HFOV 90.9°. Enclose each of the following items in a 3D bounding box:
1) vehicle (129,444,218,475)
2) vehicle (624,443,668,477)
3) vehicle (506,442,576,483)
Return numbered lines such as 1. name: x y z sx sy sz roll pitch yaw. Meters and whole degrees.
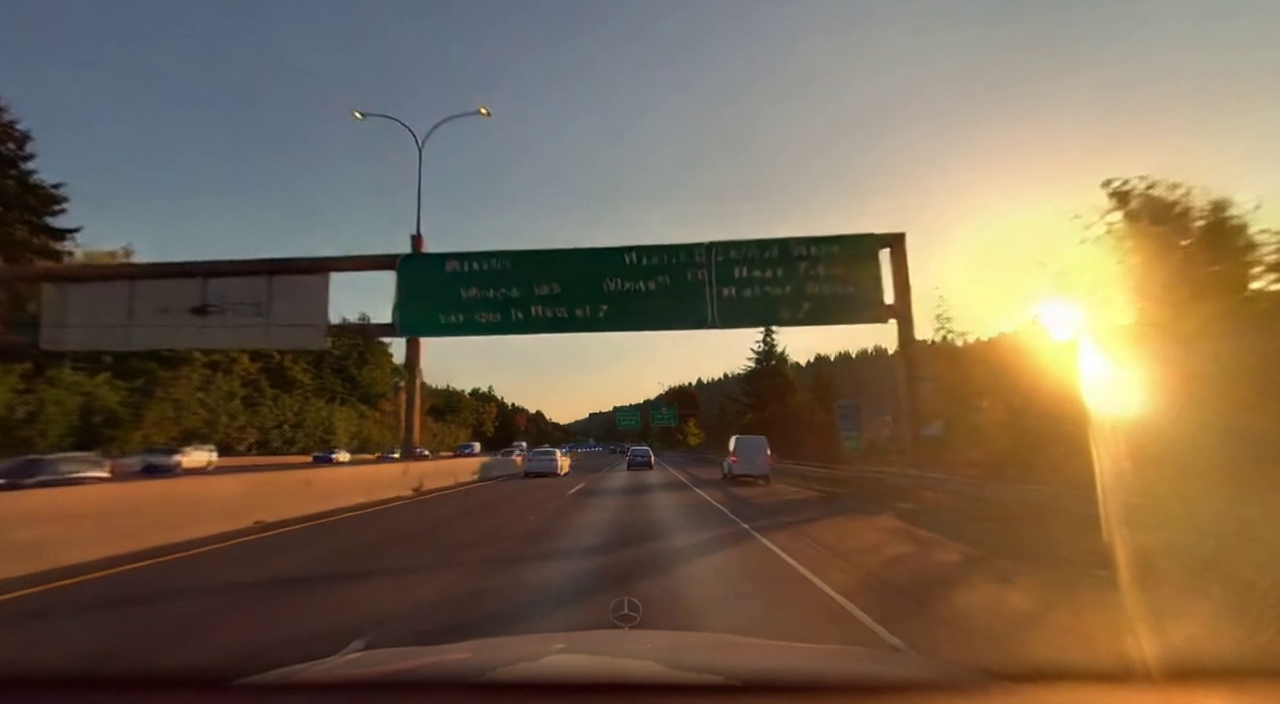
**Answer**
1. vehicle: -28.993 6.675 39.358 1.928 1.822 4.731 0 -9 0
2. vehicle: 0.283 5.047 29.560 1.960 1.456 3.818 0 -9 1
3. vehicle: -4.007 4.571 26.294 2.081 1.534 4.543 0 -9 1
